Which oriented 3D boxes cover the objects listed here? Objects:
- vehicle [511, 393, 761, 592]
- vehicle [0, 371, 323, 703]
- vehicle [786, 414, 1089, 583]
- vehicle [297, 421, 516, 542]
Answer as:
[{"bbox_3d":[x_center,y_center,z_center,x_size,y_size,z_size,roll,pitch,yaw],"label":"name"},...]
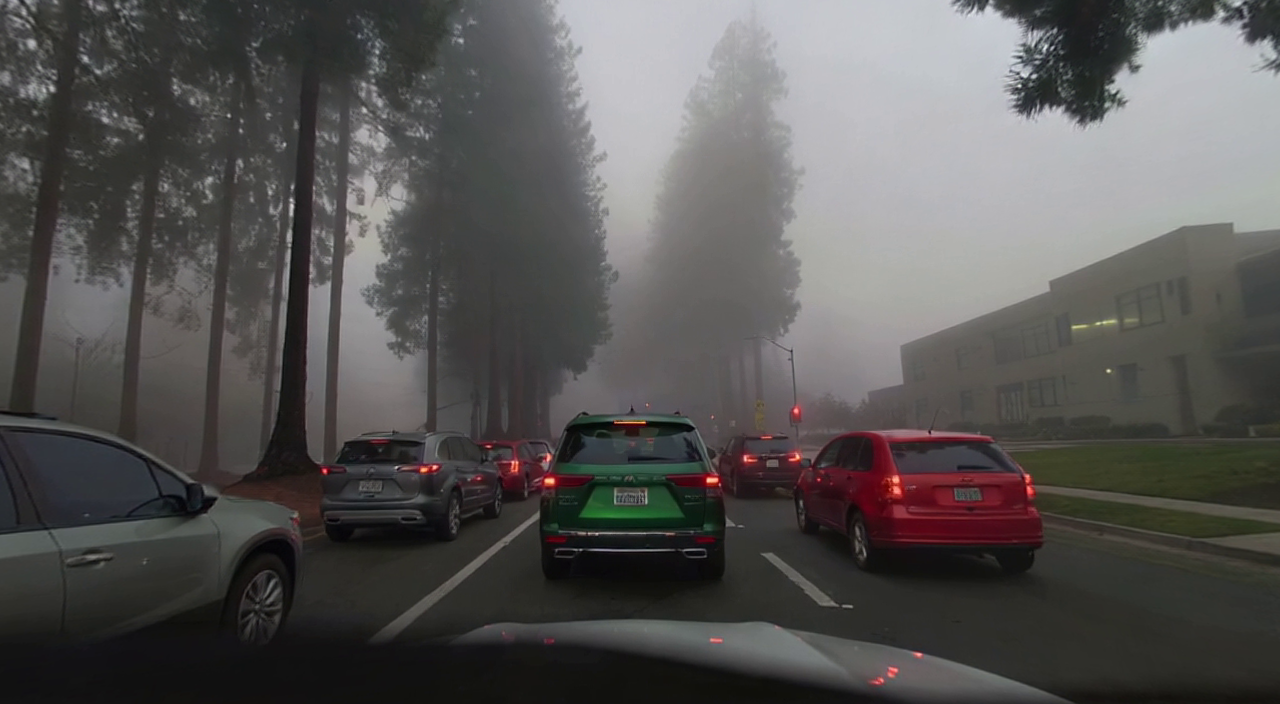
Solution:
[{"bbox_3d":[-0.012,1.530,7.642,2.193,1.744,4.033,0,-8,1],"label":"vehicle"},{"bbox_3d":[-3.782,0.986,3.292,1.929,1.641,4.193,0,-8,2],"label":"vehicle"},{"bbox_3d":[3.258,1.662,7.864,1.922,1.579,3.642,0,-8,-1],"label":"vehicle"},{"bbox_3d":[-3.662,2.108,10.921,2.042,1.641,4.314,0,-8,1],"label":"vehicle"}]
